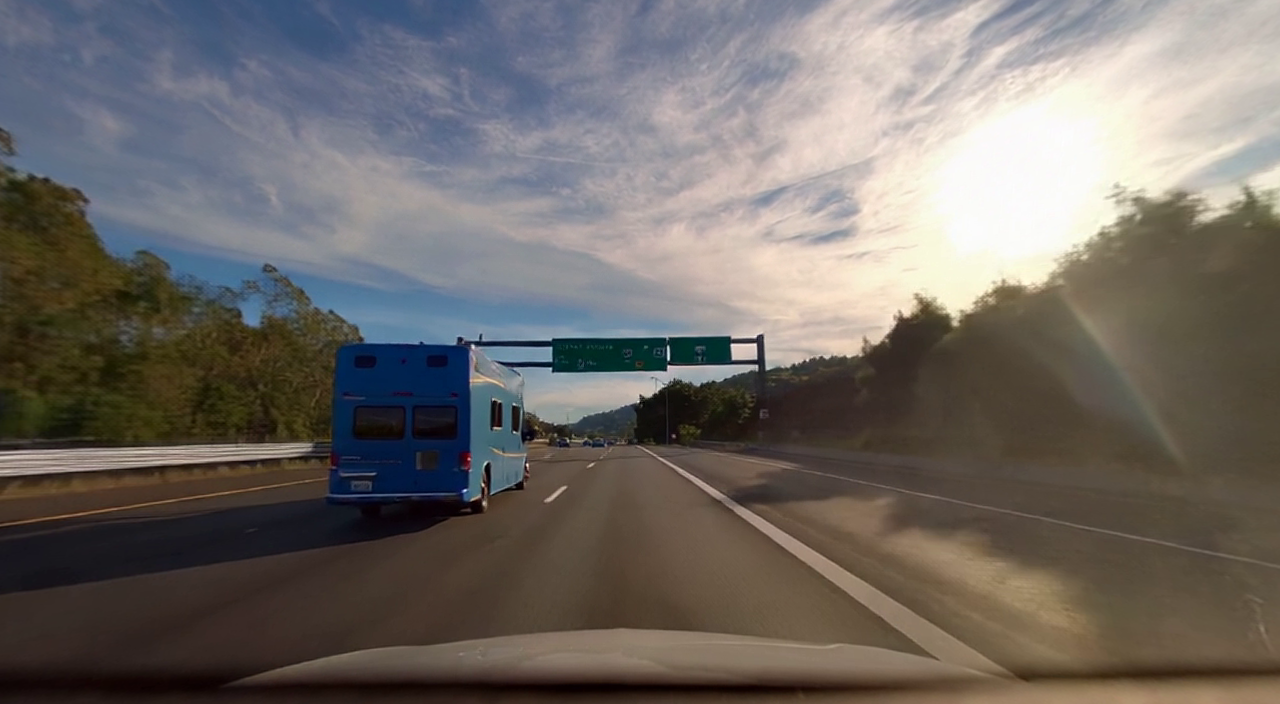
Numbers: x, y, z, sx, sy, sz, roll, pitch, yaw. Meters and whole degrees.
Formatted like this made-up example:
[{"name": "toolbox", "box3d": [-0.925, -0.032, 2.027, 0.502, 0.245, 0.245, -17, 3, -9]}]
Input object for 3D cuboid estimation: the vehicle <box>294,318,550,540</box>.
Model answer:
[{"name": "vehicle", "box3d": [-3.823, 1.580, 13.234, 2.676, 3.269, 7.388, -2, -7, 1]}]
